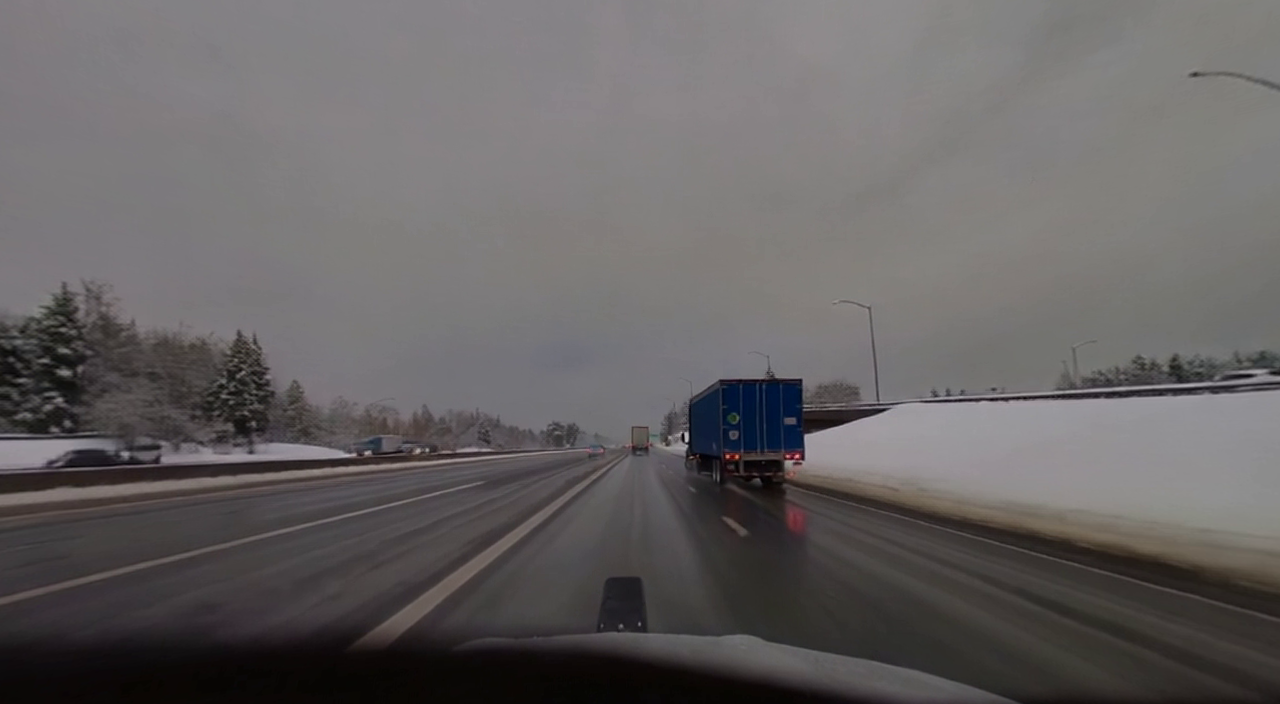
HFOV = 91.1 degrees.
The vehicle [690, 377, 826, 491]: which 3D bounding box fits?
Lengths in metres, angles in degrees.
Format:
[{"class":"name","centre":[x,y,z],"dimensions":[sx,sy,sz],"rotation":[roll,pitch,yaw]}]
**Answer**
[{"class":"vehicle","centre":[3.922,3.206,24.057],"dimensions":[3.049,3.395,10.595],"rotation":[0,-8,-1]}]

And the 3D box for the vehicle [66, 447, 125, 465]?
[{"class":"vehicle","centre":[-41.979,7.984,48.454],"dimensions":[1.609,1.325,3.323],"rotation":[0,-8,-1]}]

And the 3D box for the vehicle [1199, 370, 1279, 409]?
[{"class":"vehicle","centre":[28.452,1.751,28.598],"dimensions":[1.928,1.603,4.315],"rotation":[1,-6,-2]}]

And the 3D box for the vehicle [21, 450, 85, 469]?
[{"class":"vehicle","centre":[-46.048,8.409,49.328],"dimensions":[1.591,1.386,3.505],"rotation":[0,-8,-1]}]

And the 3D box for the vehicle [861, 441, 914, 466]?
[{"class":"vehicle","centre":[17.323,7.141,44.140],"dimensions":[2.021,1.549,4.322],"rotation":[1,-9,0]}]
